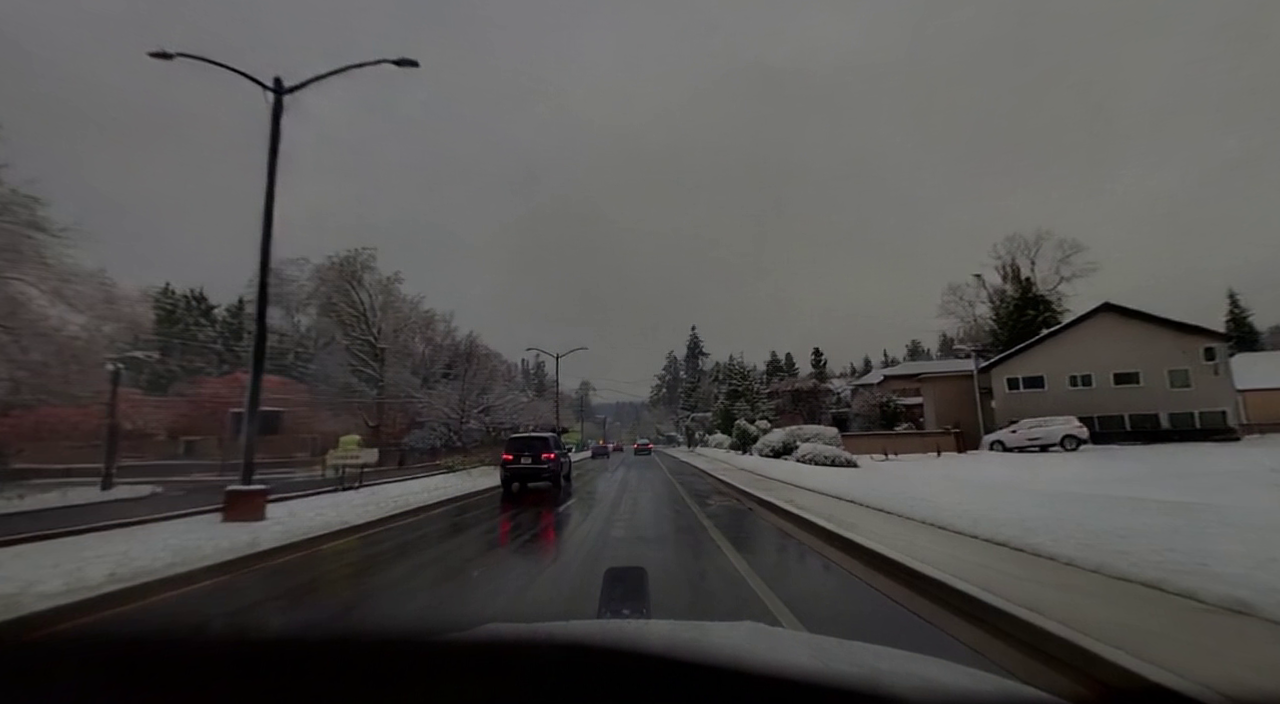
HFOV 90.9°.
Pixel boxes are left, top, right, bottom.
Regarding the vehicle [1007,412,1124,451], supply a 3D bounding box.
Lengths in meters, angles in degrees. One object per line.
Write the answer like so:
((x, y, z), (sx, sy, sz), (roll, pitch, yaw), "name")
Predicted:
((17.876, 3.445, 26.854), (1.939, 1.477, 5.129), (-1, -9, 7), "vehicle")

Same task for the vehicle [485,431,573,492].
((-3.517, 3.572, 20.919), (2.073, 1.770, 4.302), (0, -8, 1), "vehicle")
